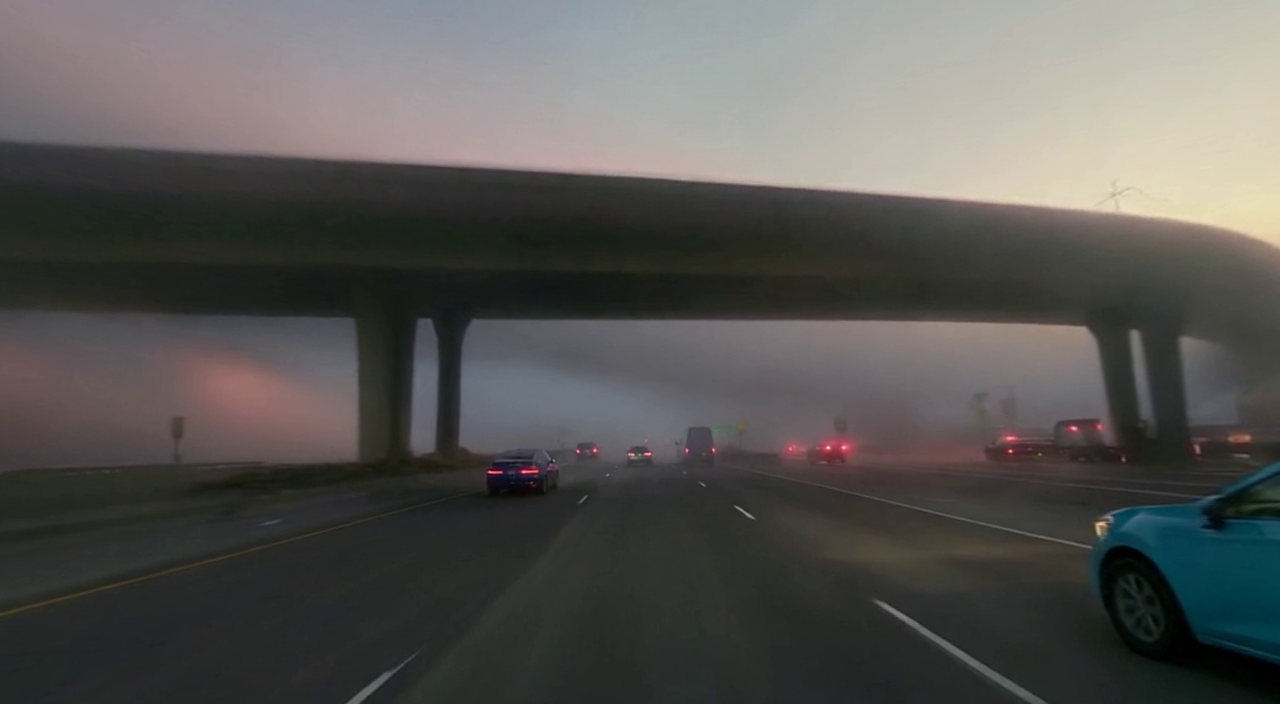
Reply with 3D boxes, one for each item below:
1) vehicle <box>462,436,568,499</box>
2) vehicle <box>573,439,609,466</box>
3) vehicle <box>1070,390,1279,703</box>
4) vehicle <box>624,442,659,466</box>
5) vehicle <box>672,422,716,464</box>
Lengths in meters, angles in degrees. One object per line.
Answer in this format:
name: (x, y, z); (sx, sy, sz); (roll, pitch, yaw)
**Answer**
vehicle: (-3.375, 3.210, 17.888); (2.137, 1.562, 3.926); (0, -8, 1)
vehicle: (-3.309, 6.860, 43.296); (2.078, 1.706, 4.298); (0, -8, 1)
vehicle: (3.886, 0.806, 1.829); (2.085, 1.558, 4.466); (0, -8, 0)
vehicle: (0.064, 6.641, 41.213); (2.174, 1.467, 4.005); (0, -8, 0)
vehicle: (3.809, 6.620, 45.809); (2.436, 2.745, 6.607); (0, -8, -1)
